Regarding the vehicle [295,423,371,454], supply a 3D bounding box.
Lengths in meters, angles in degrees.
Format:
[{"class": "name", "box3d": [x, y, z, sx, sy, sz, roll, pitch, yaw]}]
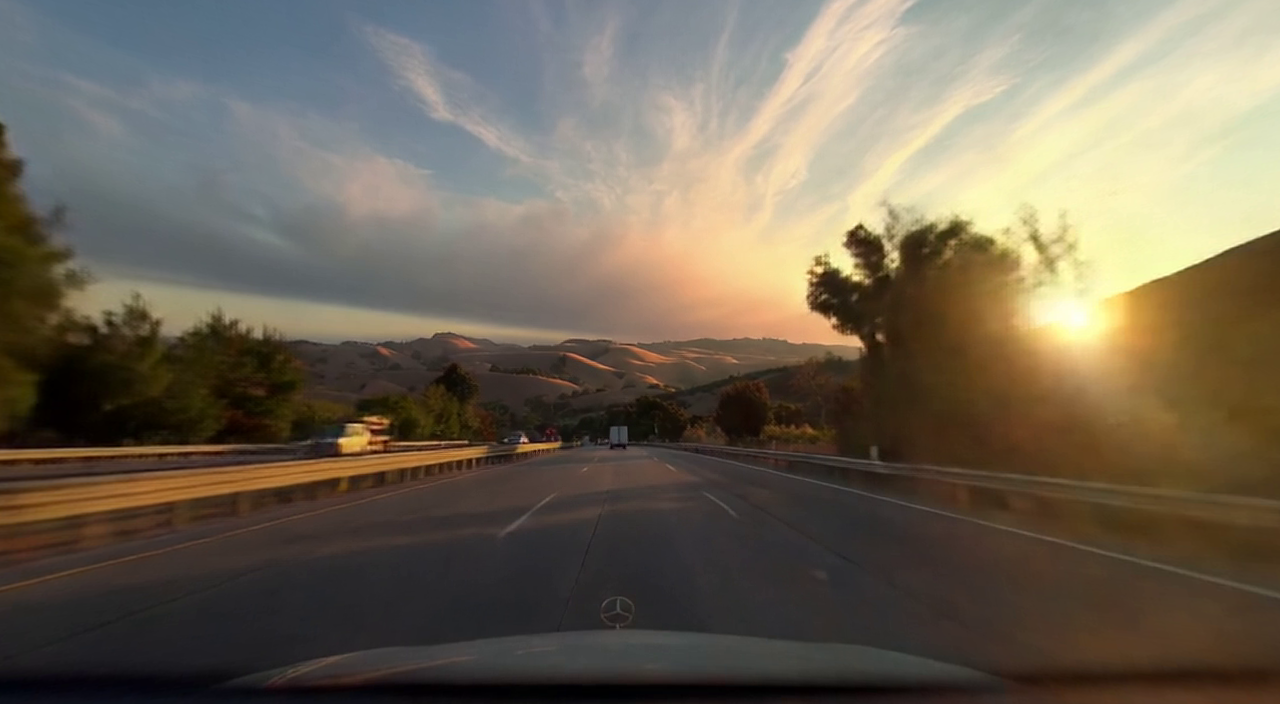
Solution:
[{"class": "vehicle", "box3d": [-16.559, 4.725, 34.251, 1.882, 1.561, 4.536, 0, -8, -1]}]
